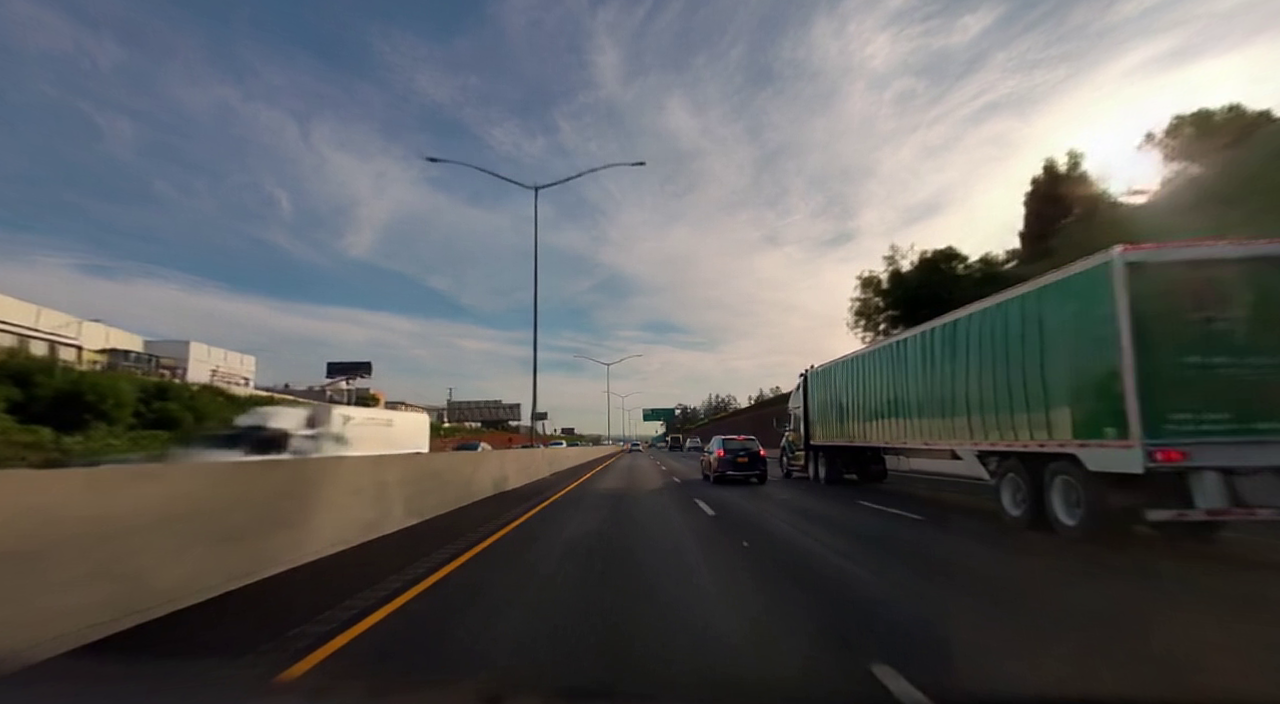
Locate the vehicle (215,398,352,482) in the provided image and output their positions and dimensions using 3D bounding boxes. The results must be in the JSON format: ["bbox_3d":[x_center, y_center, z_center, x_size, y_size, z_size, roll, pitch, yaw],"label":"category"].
[{"bbox_3d":[-18.532,4.696,33.587,2.999,3.935,7.111,0,-8,0],"label":"vehicle"}]

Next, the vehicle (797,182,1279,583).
[{"bbox_3d":[6.836,1.288,13.627,2.864,4.060,14.637,0,-8,-1],"label":"vehicle"}]

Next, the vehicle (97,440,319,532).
[{"bbox_3d":[-7.572,2.335,11.521,1.613,1.392,3.376,0,-8,1],"label":"vehicle"}]

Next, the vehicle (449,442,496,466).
[{"bbox_3d":[-10.980,6.727,41.707,1.943,1.468,4.227,0,-9,0],"label":"vehicle"}]

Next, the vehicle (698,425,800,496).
[{"bbox_3d":[2.867,2.977,17.656,1.973,1.710,4.476,0,-8,-1],"label":"vehicle"}]
